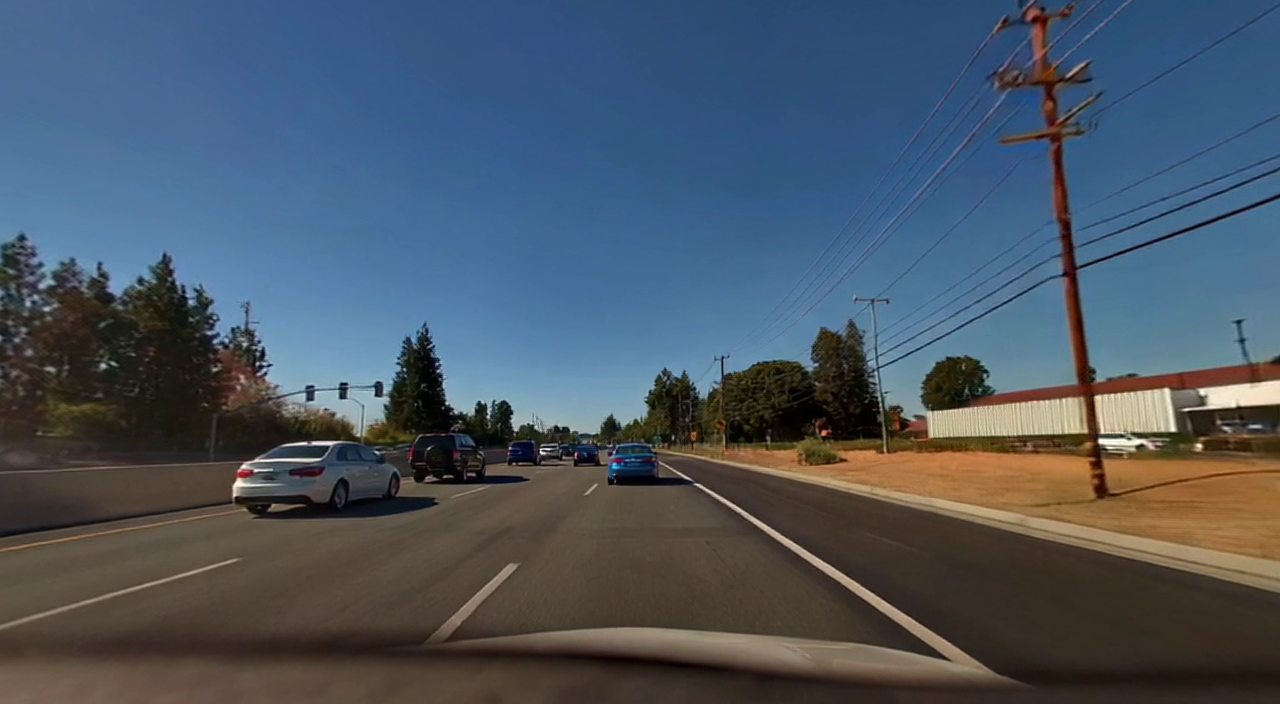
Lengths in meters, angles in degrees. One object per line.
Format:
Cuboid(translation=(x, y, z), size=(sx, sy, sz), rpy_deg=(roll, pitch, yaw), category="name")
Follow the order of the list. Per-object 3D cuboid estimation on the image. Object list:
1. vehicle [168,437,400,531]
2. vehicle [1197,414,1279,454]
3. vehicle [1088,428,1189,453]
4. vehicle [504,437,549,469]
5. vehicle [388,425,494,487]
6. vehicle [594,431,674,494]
Cuboid(translation=(-6.580, 2.446, 12.434), size=(1.900, 1.483, 4.547), rpy_deg=(0, -8, 0), category="vehicle")
Cuboid(translation=(29.563, 3.880, 29.779), size=(4.554, 1.761, 2.095), rpy_deg=(0, -8, 0), category="vehicle")
Cuboid(translation=(29.102, 5.176, 36.970), size=(4.105, 1.306, 2.050), rpy_deg=(-2, -8, 1), category="vehicle")
Cuboid(translation=(-6.623, 5.962, 37.327), size=(1.914, 1.756, 4.179), rpy_deg=(0, -8, -1), category="vehicle")
Cuboid(translation=(-6.823, 3.618, 22.327), size=(2.144, 1.905, 4.967), rpy_deg=(0, -8, 0), category="vehicle")
Cuboid(translation=(-0.183, 3.242, 18.892), size=(2.140, 1.653, 4.108), rpy_deg=(0, -8, -1), category="vehicle")
